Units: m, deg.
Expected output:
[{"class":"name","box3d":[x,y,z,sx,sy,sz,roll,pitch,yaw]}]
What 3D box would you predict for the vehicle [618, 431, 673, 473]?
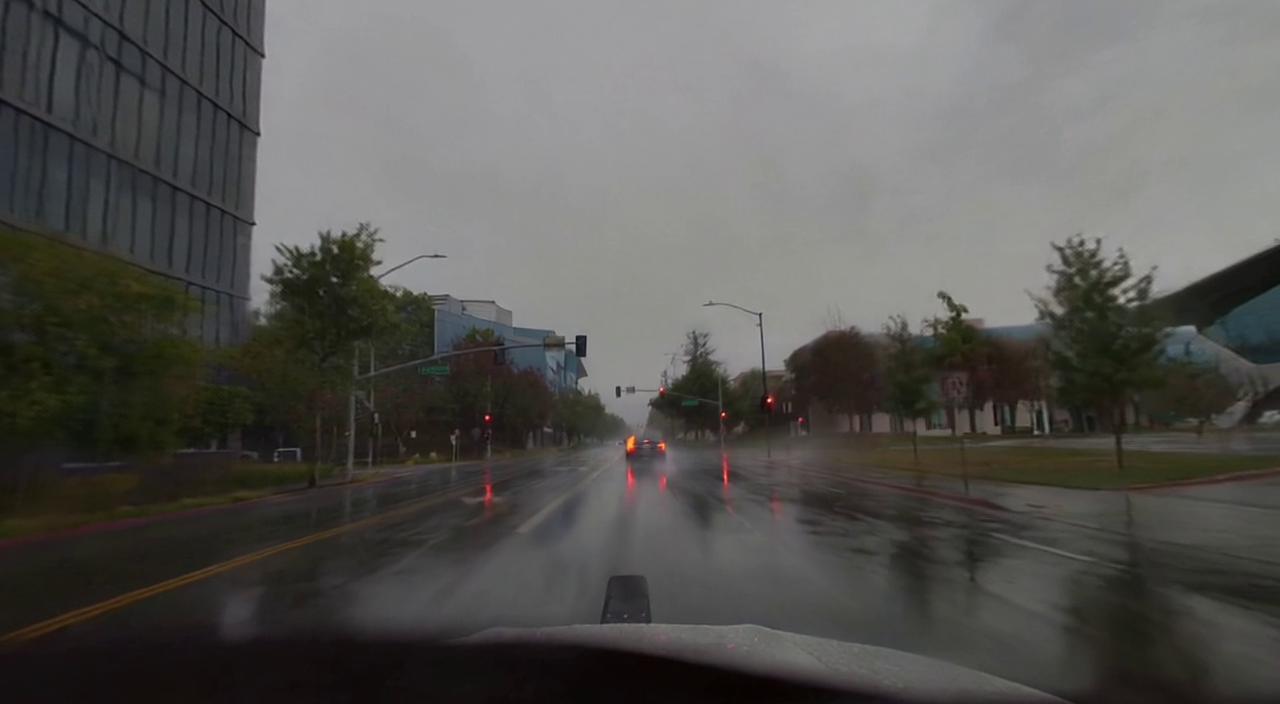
[{"class":"vehicle","box3d":[0.200,4.220,26.854,2.184,1.640,4.086,0,-8,-1]}]
